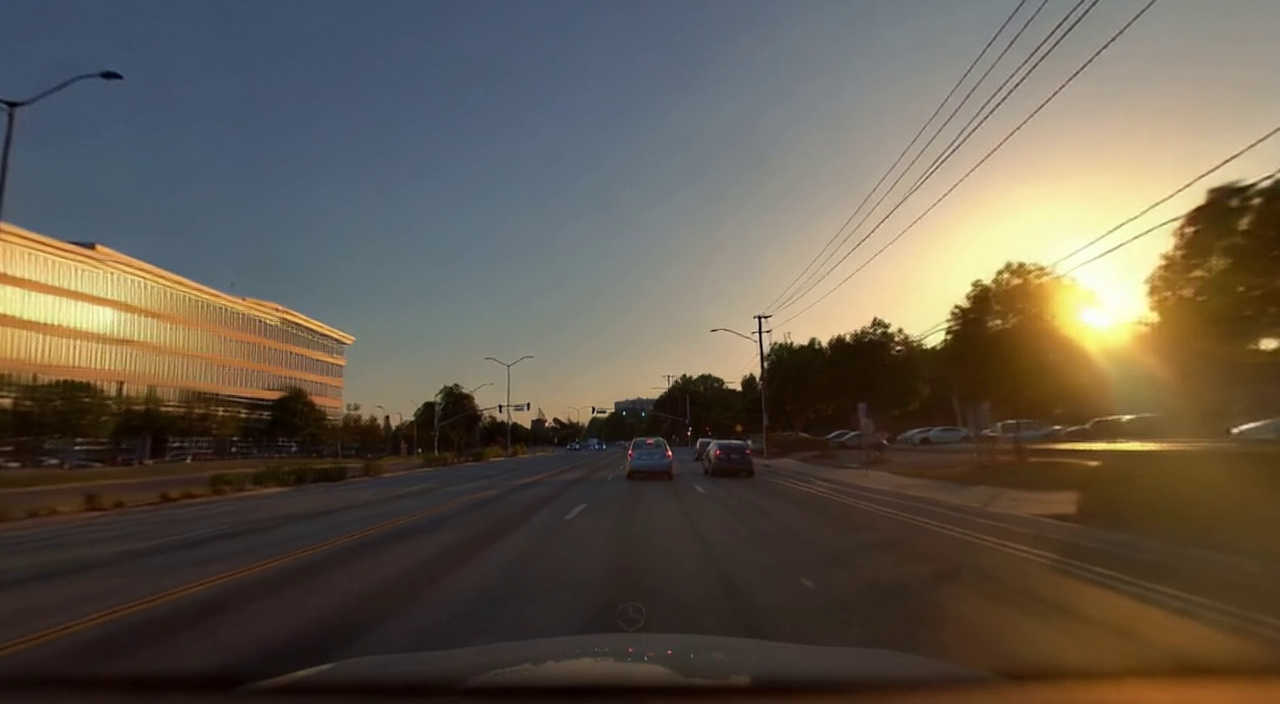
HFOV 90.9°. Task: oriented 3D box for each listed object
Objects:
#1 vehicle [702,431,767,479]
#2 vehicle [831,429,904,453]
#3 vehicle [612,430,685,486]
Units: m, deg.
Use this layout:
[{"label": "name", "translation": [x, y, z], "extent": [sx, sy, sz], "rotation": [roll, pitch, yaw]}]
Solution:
[{"label": "vehicle", "translation": [3.594, 4.002, 24.697], "extent": [1.914, 1.698, 4.049], "rotation": [0, -8, 0]}, {"label": "vehicle", "translation": [15.987, 6.297, 44.522], "extent": [4.366, 1.701, 1.965], "rotation": [0, -8, 0]}, {"label": "vehicle", "translation": [0.273, 3.509, 21.157], "extent": [2.200, 1.653, 4.127], "rotation": [0, -8, 0]}]
